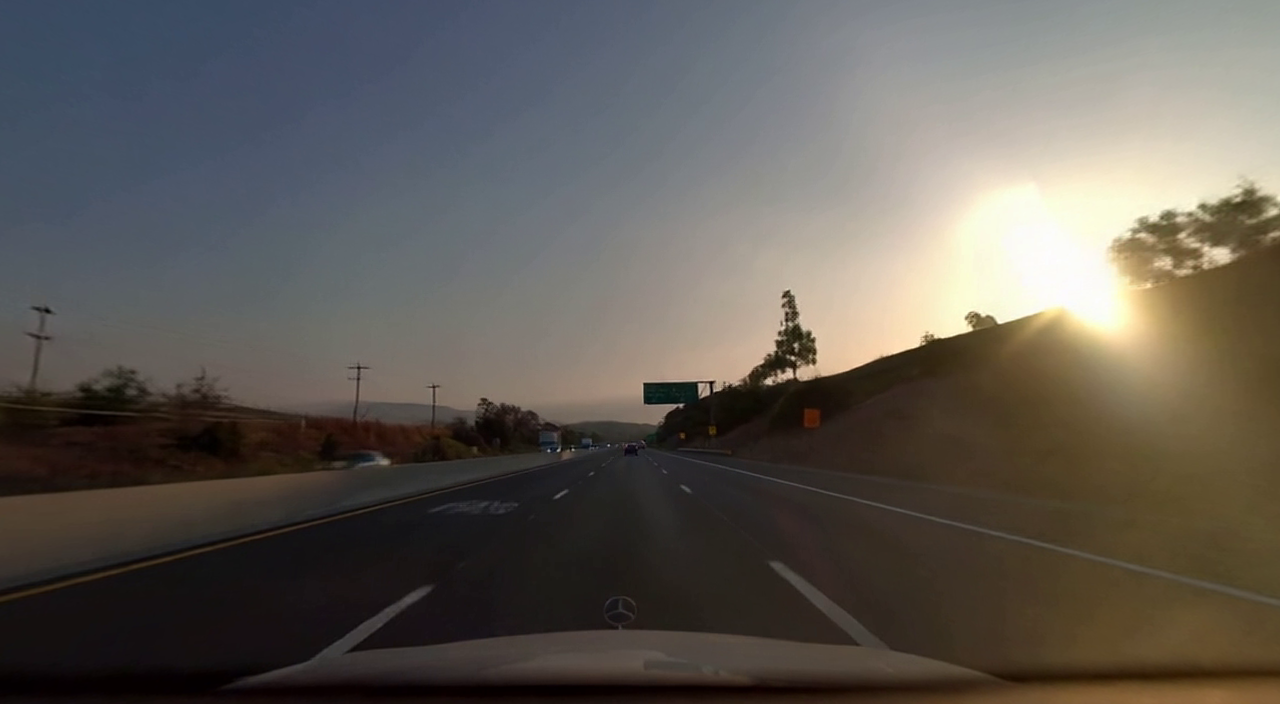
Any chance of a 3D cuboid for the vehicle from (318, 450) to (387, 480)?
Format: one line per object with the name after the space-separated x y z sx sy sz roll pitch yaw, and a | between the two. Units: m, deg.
-16.826 6.591 36.913 1.922 1.631 4.565 0 -9 -1 | vehicle
